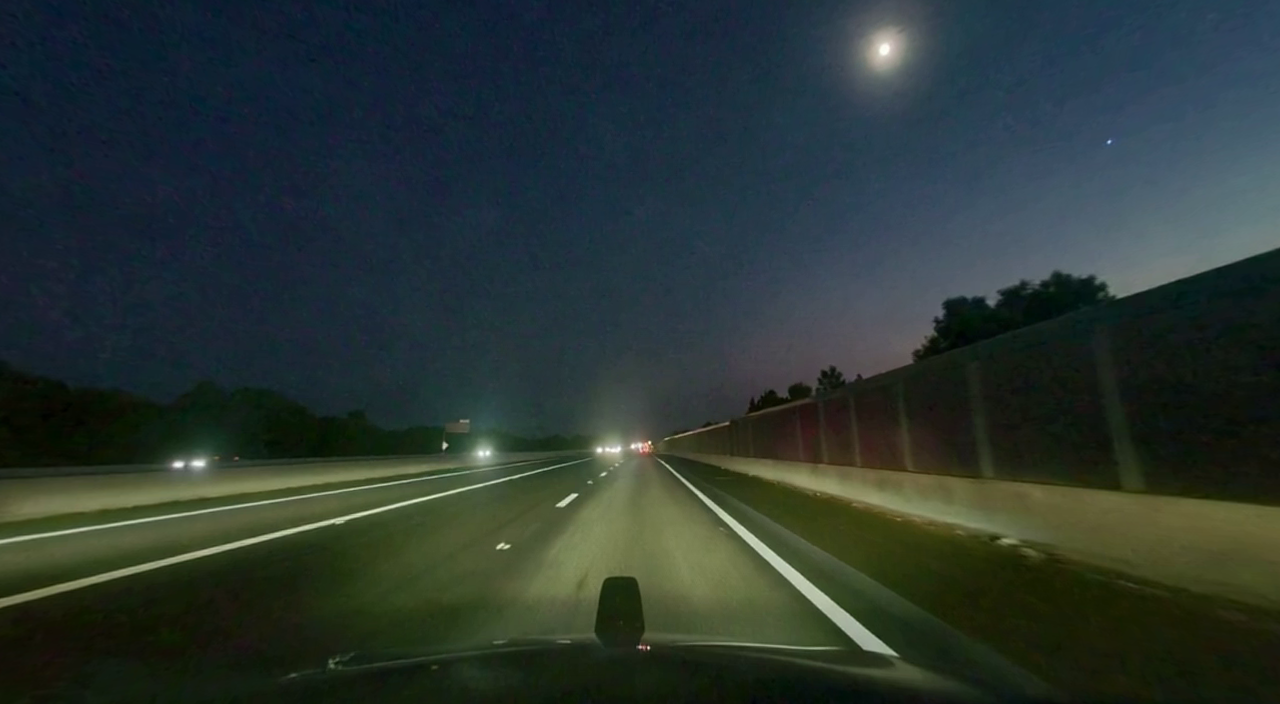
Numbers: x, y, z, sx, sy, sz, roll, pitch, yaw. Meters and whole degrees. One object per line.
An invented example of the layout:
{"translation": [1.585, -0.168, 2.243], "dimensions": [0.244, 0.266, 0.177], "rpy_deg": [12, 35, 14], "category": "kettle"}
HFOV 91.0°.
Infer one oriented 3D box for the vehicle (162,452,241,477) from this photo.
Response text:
{"translation": [-29.214, 7.487, 42.132], "dimensions": [1.857, 1.526, 4.556], "rpy_deg": [0, -9, 2], "category": "vehicle"}
